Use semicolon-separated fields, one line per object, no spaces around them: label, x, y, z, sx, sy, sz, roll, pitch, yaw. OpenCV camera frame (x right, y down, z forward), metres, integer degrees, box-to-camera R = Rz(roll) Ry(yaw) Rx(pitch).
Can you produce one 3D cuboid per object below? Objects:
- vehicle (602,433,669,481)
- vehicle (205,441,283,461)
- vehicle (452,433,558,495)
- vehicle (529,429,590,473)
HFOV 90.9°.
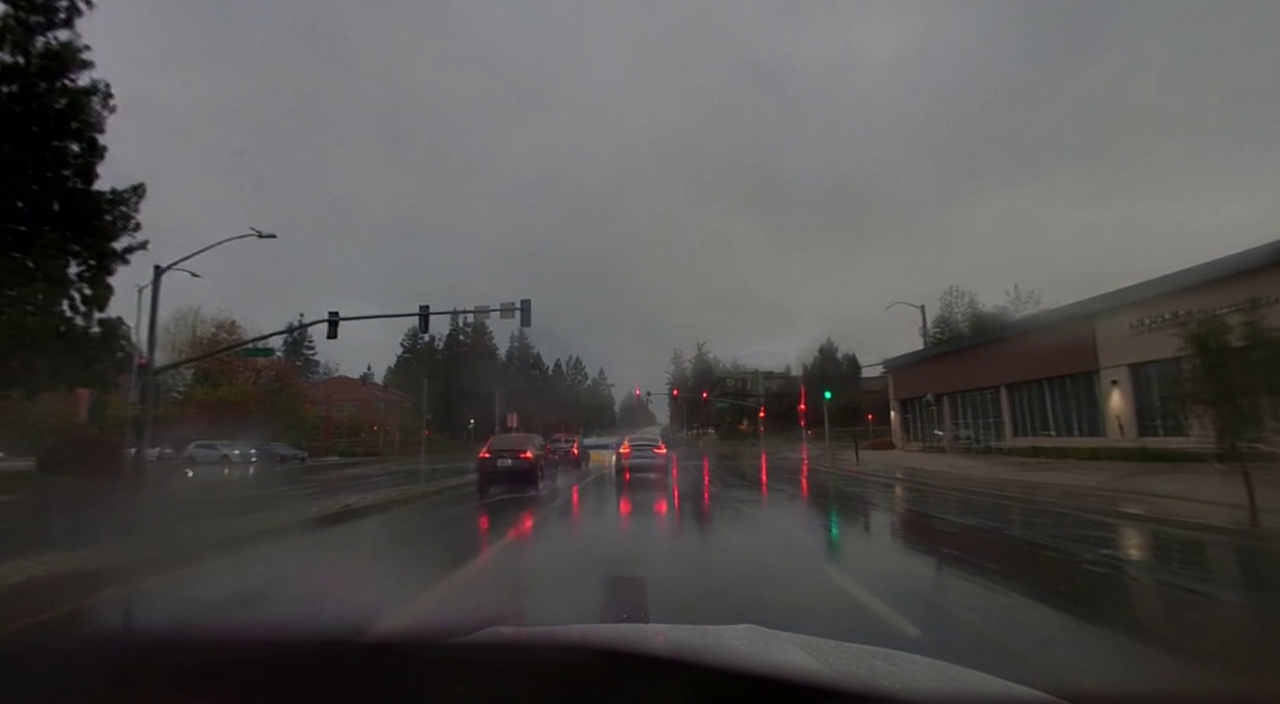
vehicle;-0.162;3.550;21.529;2.066;1.482;3.923;0;-8;-1
vehicle;-30.176;7.536;48.110;4.708;1.467;1.819;0;-8;2
vehicle;-3.619;3.097;17.879;1.942;1.497;4.561;0;-8;1
vehicle;-3.439;4.357;27.884;2.029;1.752;4.420;0;-8;1
